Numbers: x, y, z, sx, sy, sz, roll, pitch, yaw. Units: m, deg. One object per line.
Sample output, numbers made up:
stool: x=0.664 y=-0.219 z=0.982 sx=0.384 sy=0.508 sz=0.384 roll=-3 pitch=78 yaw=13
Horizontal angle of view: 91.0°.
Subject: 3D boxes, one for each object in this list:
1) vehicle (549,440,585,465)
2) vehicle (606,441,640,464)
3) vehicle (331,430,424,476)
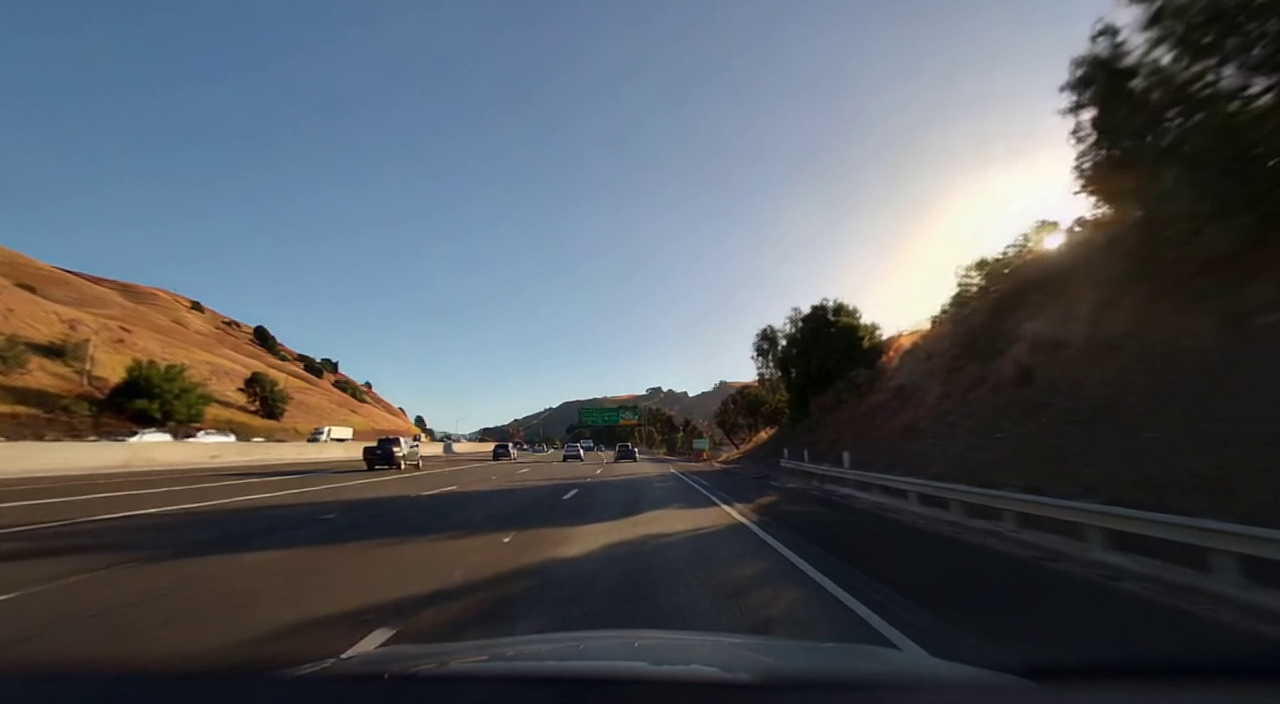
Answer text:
vehicle: x=-5.045 y=7.017 z=44.074 sx=2.060 sy=1.631 sz=4.214 roll=0 pitch=-9 yaw=-1
vehicle: x=-1.278 y=7.400 z=46.567 sx=2.421 sy=1.594 sz=4.248 roll=0 pitch=-9 yaw=-2
vehicle: x=-12.079 y=4.680 z=29.417 sx=2.219 sy=1.923 sz=4.985 roll=0 pitch=-9 yaw=-1
